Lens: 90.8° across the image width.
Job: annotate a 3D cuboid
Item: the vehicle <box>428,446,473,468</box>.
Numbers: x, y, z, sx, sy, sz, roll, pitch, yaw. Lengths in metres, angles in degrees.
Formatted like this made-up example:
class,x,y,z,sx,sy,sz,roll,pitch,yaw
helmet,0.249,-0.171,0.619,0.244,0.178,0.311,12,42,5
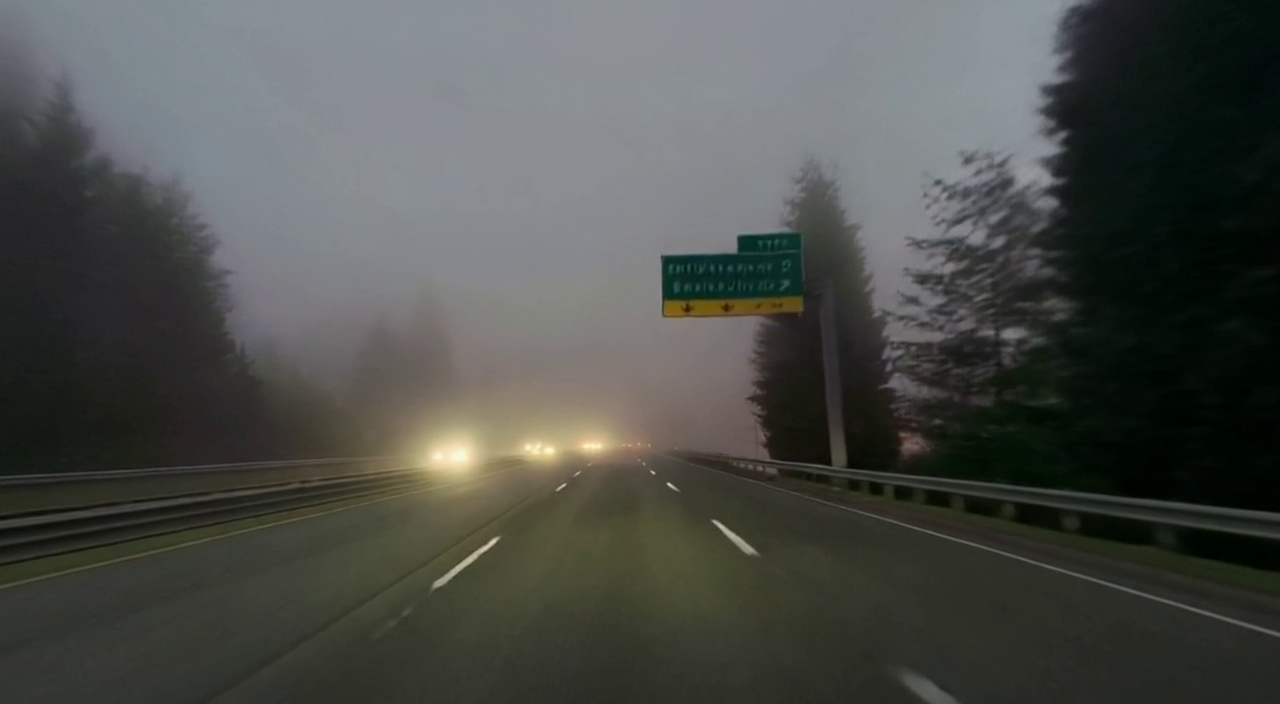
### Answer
class,x,y,z,sx,sy,sz,roll,pitch,yaw
vehicle,-13.838,7.703,46.382,1.982,1.480,4.549,0,-9,-1
